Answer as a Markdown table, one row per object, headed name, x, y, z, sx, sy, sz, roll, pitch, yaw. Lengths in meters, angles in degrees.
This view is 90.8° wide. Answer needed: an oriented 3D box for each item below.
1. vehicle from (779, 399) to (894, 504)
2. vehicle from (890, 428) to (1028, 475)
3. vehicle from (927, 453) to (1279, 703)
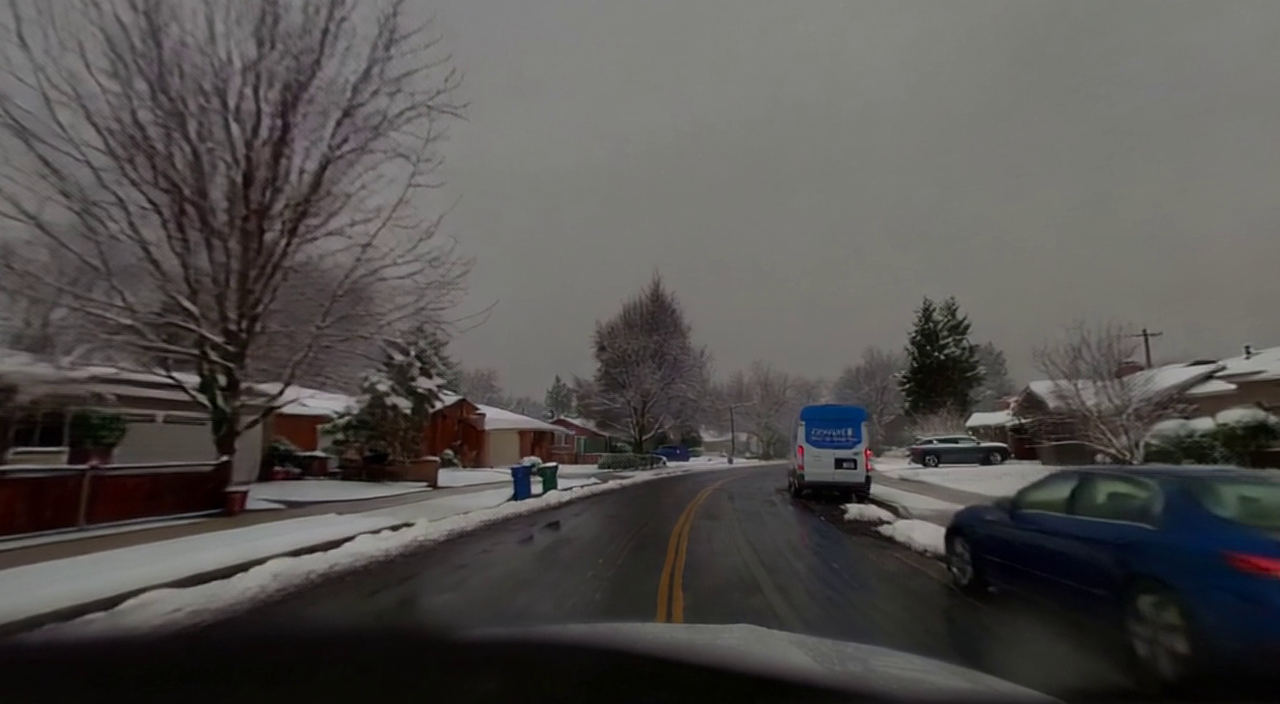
| name | x | y | z | sx | sy | sz | roll | pitch | yaw |
| --- | --- | --- | --- | --- | --- | --- | --- | --- | --- |
| vehicle | 5.853 | 3.089 | 19.826 | 2.684 | 2.712 | 6.197 | -2 | -9 | 11 |
| vehicle | 13.577 | 4.329 | 27.216 | 4.791 | 1.472 | 2.114 | -8 | -12 | 12 |
| vehicle | 3.973 | 1.446 | 4.674 | 1.835 | 1.349 | 4.285 | -1 | -9 | 3 |
